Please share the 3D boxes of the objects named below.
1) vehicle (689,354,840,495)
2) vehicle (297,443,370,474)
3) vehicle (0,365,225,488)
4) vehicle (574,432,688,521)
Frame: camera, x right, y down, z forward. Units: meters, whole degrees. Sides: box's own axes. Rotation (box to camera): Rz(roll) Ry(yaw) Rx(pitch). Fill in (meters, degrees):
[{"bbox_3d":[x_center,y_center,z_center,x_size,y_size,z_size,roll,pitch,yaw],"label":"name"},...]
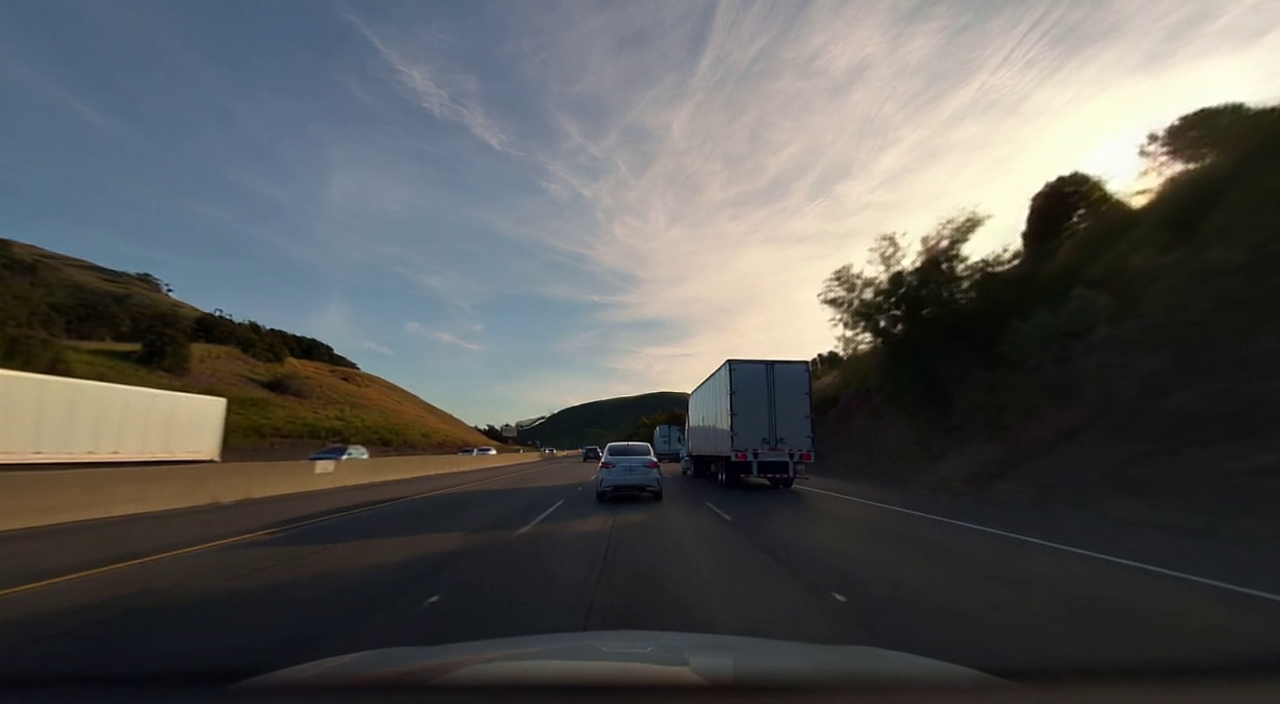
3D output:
[{"bbox_3d":[4.076,3.133,25.017,2.812,4.024,14.098,0,-9,-1],"label":"vehicle"},{"bbox_3d":[-15.895,5.560,32.955,1.834,1.485,3.962,0,-9,-1],"label":"vehicle"},{"bbox_3d":[-19.632,2.901,23.316,2.842,3.712,8.403,0,-9,0],"label":"vehicle"},{"bbox_3d":[-0.196,2.622,13.740,2.109,1.639,3.768,0,-9,-1],"label":"vehicle"}]
